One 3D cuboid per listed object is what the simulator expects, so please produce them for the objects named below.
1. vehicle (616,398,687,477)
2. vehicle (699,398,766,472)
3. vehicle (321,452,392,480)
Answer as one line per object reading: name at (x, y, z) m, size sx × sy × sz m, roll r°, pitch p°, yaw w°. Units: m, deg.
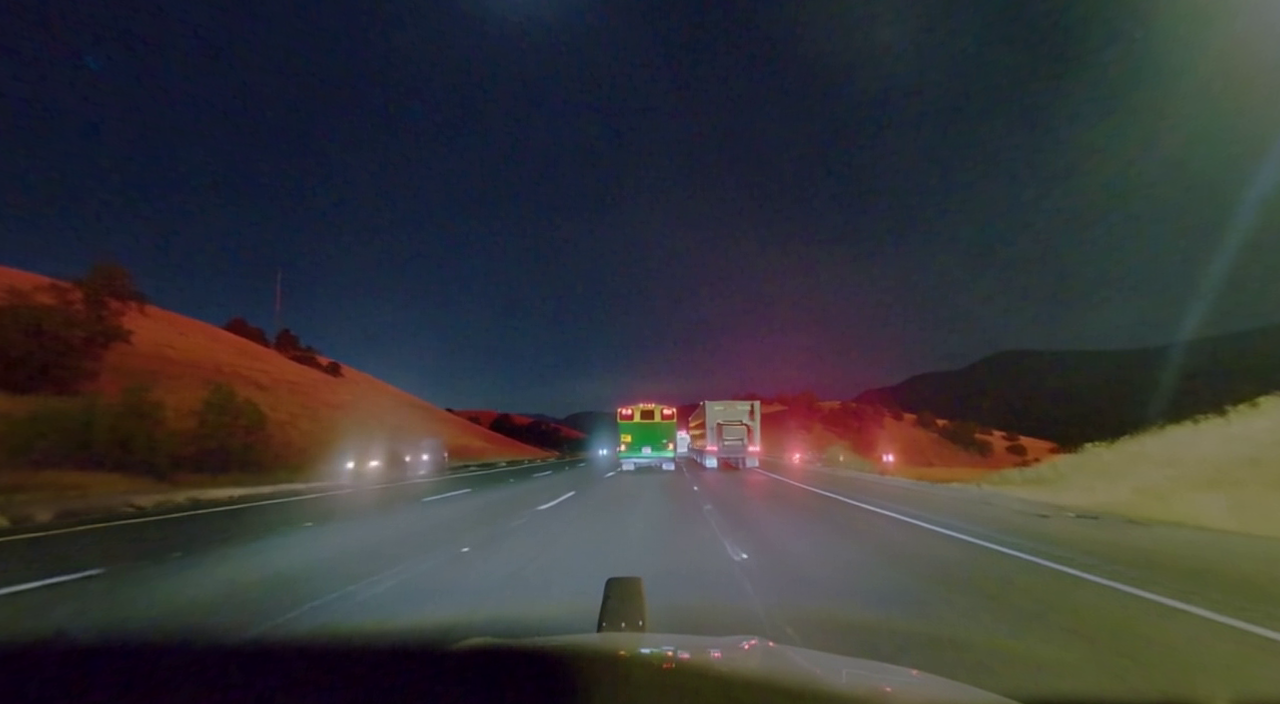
vehicle at (0.710, 4.348, 31.635) m, size 2.948 × 3.265 × 10.569 m, roll 0°, pitch -8°, yaw 3°
vehicle at (5.012, 4.702, 35.489) m, size 2.716 × 3.705 × 7.018 m, roll 0°, pitch -8°, yaw 1°
vehicle at (-16.519, 6.656, 37.030) m, size 1.881 × 1.485 × 4.433 m, roll 0°, pitch -8°, yaw 3°
